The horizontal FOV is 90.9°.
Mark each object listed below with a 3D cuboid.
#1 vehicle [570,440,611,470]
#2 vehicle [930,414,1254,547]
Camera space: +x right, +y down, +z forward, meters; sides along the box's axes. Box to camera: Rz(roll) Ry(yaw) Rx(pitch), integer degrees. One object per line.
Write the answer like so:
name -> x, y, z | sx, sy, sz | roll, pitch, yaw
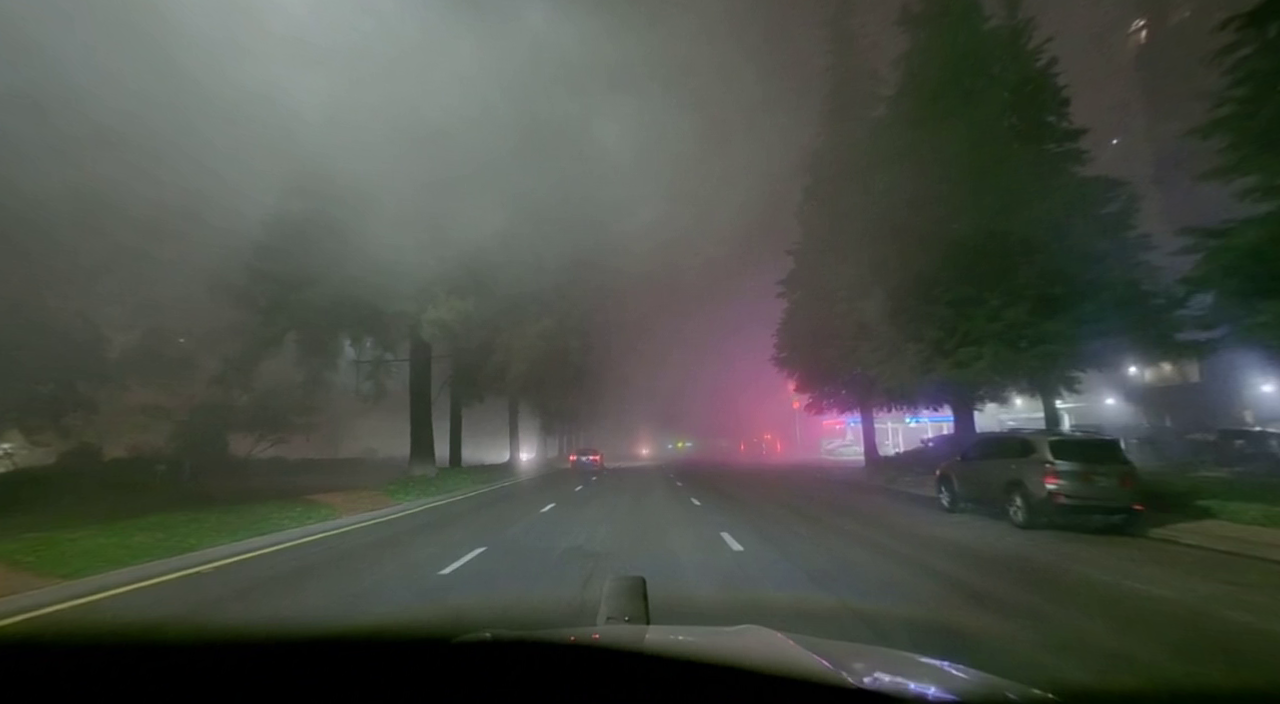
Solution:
vehicle -> -3.128, 6.582, 40.614 | 2.196, 1.801, 4.542 | 0, -8, 1
vehicle -> 6.858, 1.989, 10.406 | 1.952, 1.684, 4.535 | -1, -9, 0
